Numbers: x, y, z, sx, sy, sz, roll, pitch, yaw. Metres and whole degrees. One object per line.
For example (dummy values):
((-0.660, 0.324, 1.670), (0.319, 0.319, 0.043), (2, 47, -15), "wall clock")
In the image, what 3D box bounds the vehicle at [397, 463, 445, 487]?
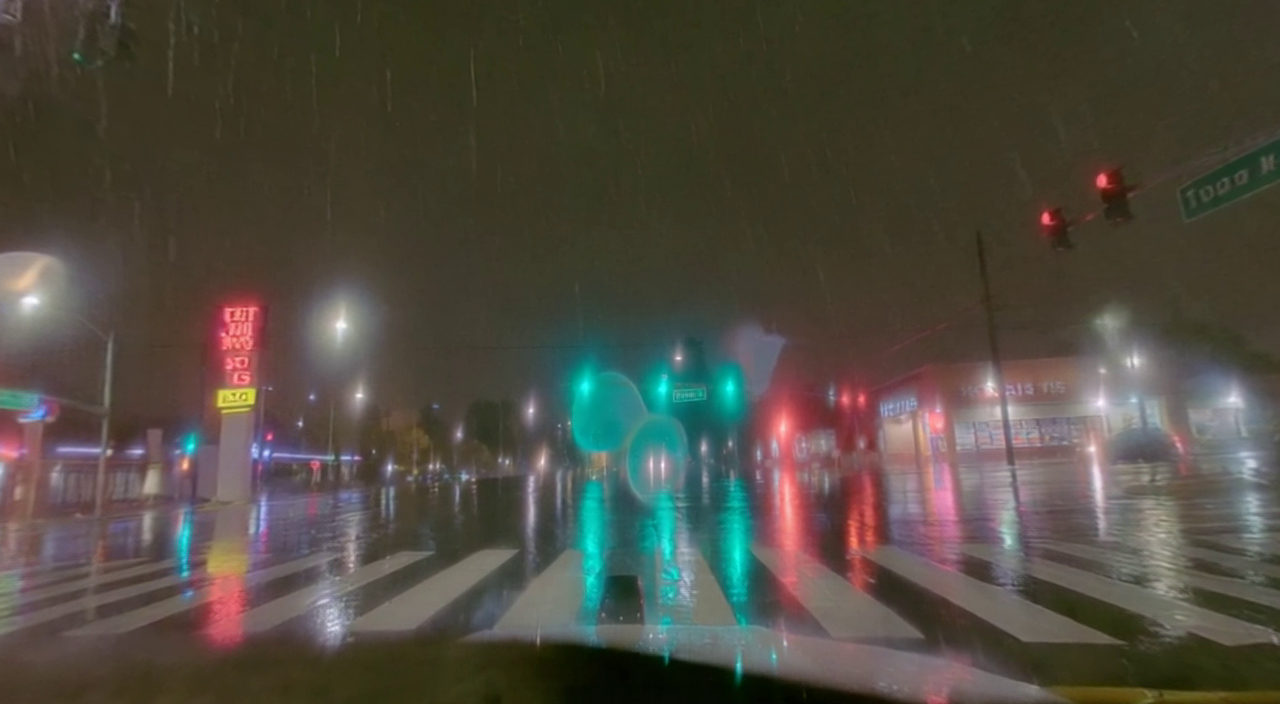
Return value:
((-15.739, 8.833, 45.415), (1.931, 1.471, 4.152), (0, -9, 0), "vehicle")

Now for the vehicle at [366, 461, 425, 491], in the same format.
((-19.203, 9.732, 49.803), (2.227, 2.033, 5.614), (0, -9, 1), "vehicle")

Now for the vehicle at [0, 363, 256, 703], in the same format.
((-3.411, 0.738, 1.411), (2.081, 1.644, 4.523), (0, -9, 2), "vehicle")
